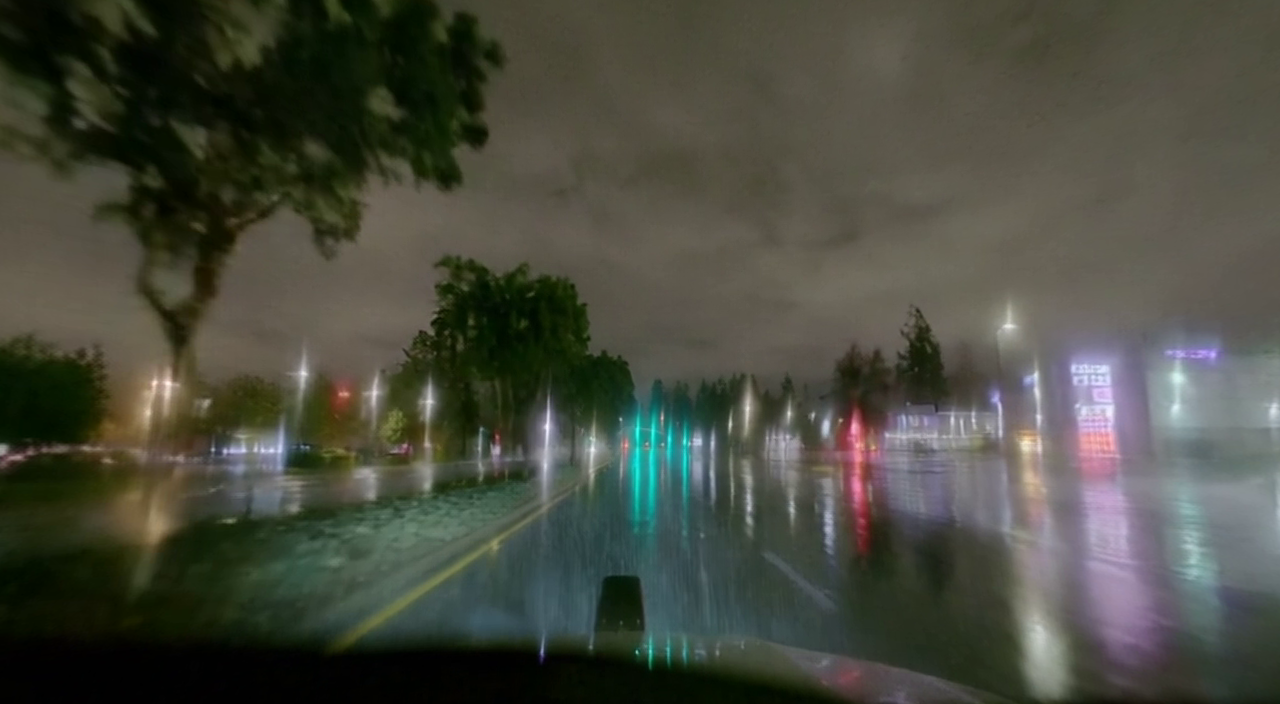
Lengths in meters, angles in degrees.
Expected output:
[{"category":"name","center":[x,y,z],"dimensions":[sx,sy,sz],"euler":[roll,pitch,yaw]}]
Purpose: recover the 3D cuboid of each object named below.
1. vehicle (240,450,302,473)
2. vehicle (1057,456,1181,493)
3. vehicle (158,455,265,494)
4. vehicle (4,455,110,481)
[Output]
[{"category":"vehicle","center":[-28.578,8.466,49.075],"dimensions":[1.948,1.689,4.553],"euler":[0,-8,2]},{"category":"vehicle","center":[20.806,5.329,27.561],"dimensions":[3.732,1.503,1.981],"euler":[0,-10,-1]},{"category":"vehicle","center":[-19.480,5.558,28.990],"dimensions":[1.889,1.497,4.478],"euler":[-3,-9,-2]},{"category":"vehicle","center":[-36.133,7.192,39.259],"dimensions":[4.385,1.485,2.092],"euler":[0,-9,-2]}]
